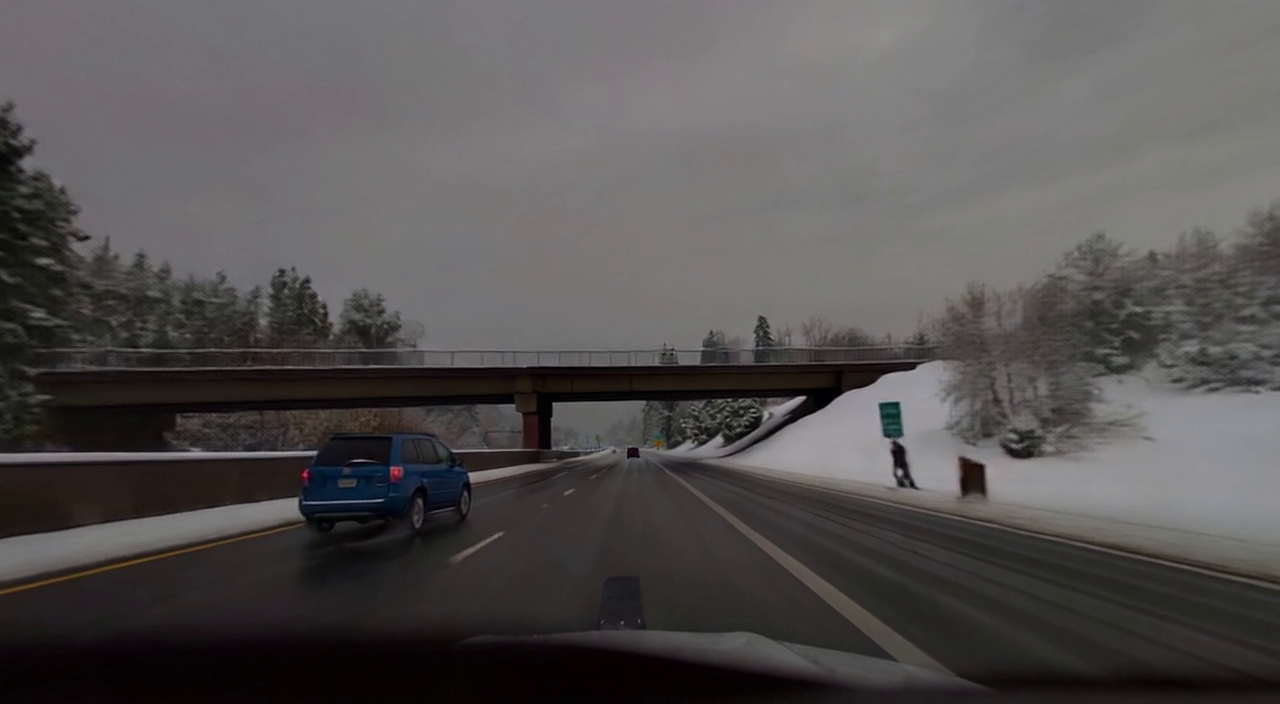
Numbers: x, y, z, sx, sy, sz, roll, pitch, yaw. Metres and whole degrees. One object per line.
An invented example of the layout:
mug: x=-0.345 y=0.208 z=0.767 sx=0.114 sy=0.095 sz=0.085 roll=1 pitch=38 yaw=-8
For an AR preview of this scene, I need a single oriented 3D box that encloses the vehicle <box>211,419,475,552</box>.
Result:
vehicle: x=-4.601 y=2.143 z=10.843 sx=2.221 sy=1.750 sz=4.706 roll=0 pitch=-9 yaw=0
